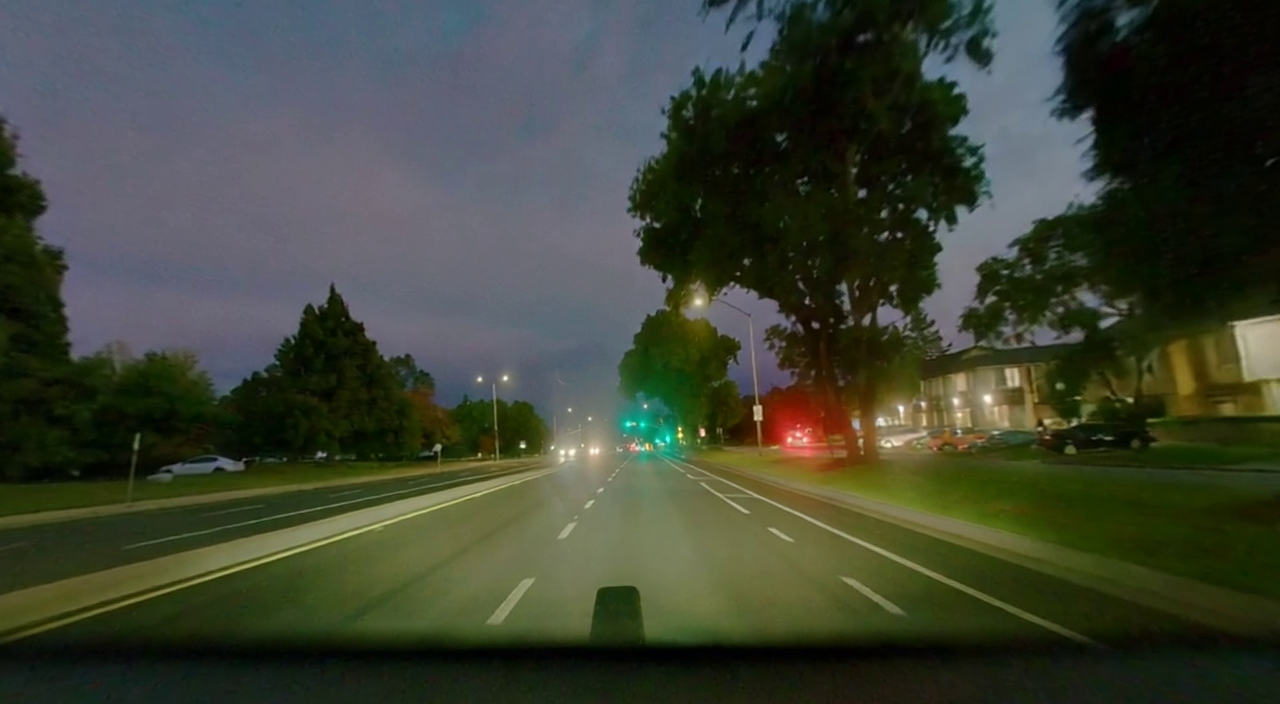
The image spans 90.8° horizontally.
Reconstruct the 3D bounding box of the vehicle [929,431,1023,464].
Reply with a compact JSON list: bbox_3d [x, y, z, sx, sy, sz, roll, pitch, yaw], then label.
[{"bbox_3d":[16.015,4.593,30.443,1.849,1.415,4.801,0,-9,0],"label":"vehicle"}]

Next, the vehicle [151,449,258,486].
[{"bbox_3d":[-24.666,6.543,35.878,4.715,1.451,1.863,-5,-3,-3],"label":"vehicle"}]

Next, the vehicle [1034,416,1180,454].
[{"bbox_3d":[22.489,4.024,30.614,5.268,1.720,2.149,-1,-9,1],"label":"vehicle"}]

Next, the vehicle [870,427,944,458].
[{"bbox_3d":[15.655,5.380,37.399,2.106,1.670,5.008,0,-9,-1],"label":"vehicle"}]
